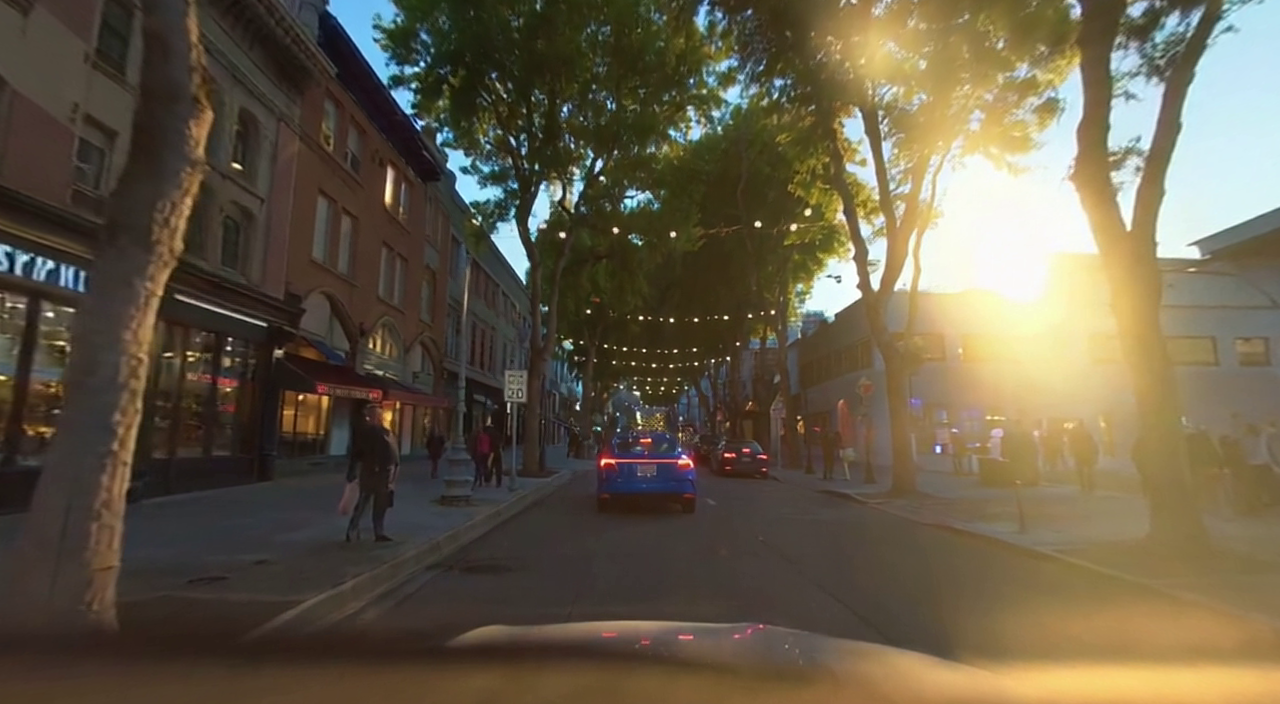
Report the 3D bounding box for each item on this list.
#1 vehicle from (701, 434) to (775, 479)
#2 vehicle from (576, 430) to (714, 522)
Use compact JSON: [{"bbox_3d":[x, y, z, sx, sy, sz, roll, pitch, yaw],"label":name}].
[{"bbox_3d":[3.588,3.916,23.958,2.025,1.523,4.426,0,-8,-1],"label":"vehicle"},{"bbox_3d":[0.063,2.341,12.476,2.261,1.474,4.130,0,-8,-1],"label":"vehicle"}]
